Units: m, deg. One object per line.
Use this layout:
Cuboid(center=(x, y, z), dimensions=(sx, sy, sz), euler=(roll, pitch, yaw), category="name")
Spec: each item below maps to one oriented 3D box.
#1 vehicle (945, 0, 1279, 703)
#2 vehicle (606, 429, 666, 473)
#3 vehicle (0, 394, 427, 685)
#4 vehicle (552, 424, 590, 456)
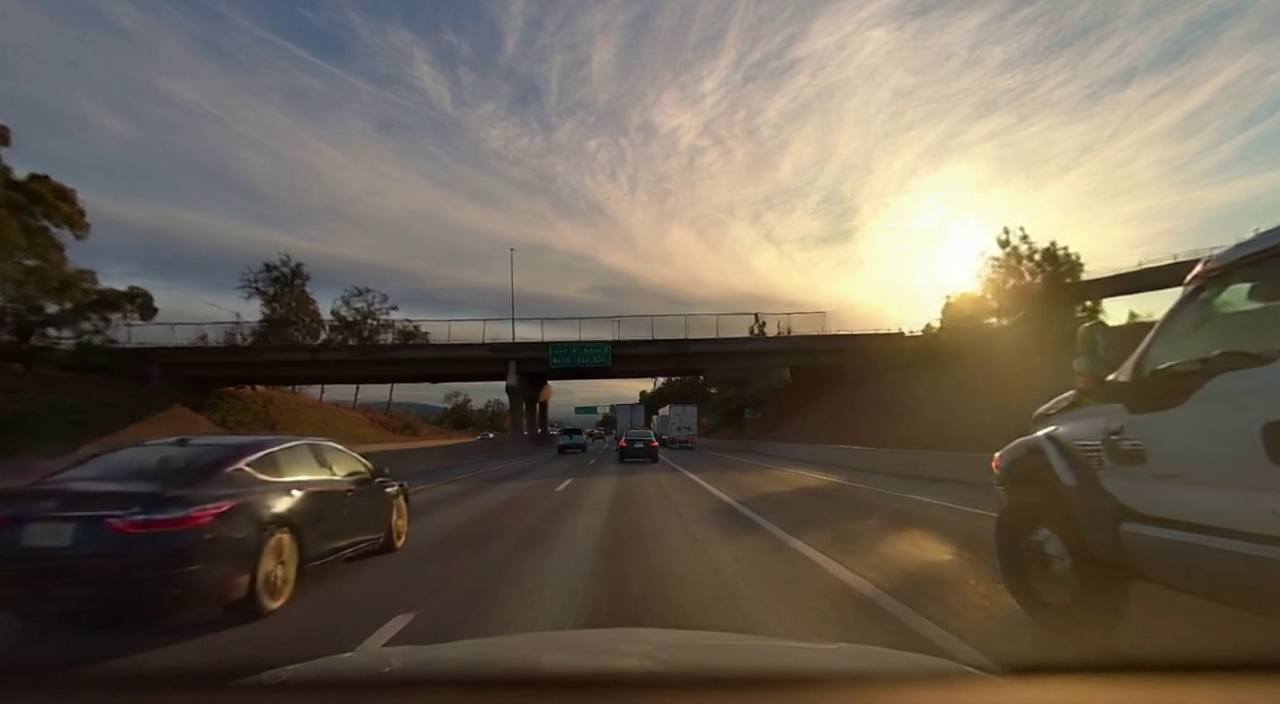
Cuboid(center=(3.899, -0.199, 0.983), dimensions=(2.783, 3.483, 7.836), euler=(0, -8, -1), category="vehicle")
Cuboid(center=(-0.175, 3.681, 23.707), dimensions=(2.059, 1.522, 3.693), euler=(0, -8, -1), category="vehicle")
Cuboid(center=(-3.742, 1.312, 5.758), dimensions=(1.979, 1.527, 4.754), euler=(0, -8, -1), category="vehicle")
Cuboid(center=(-4.480, 5.819, 41.619), dimensions=(2.013, 1.961, 4.692), euler=(0, -8, 0), category="vehicle")
